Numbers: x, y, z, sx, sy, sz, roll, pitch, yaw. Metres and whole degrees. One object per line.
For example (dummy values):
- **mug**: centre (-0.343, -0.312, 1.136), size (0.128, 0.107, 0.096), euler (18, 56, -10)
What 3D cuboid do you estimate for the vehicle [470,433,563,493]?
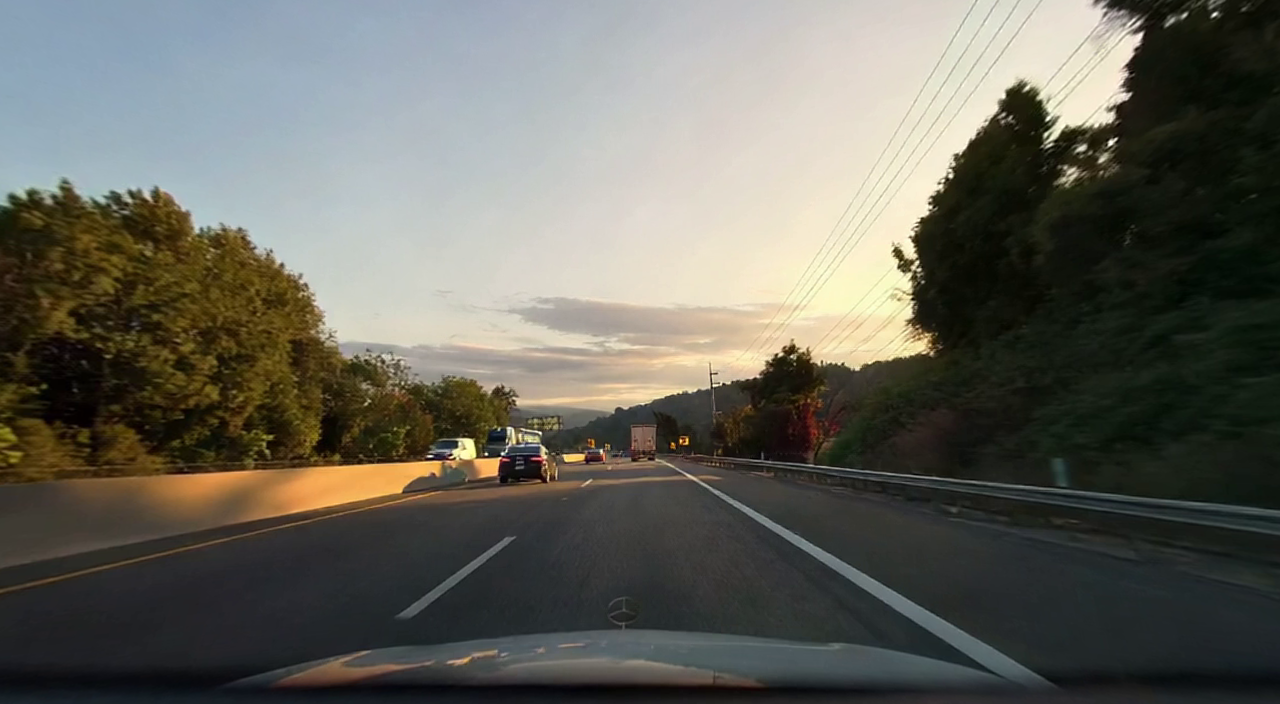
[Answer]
- **vehicle**: centre (-3.869, 3.569, 20.523), size (2.111, 1.735, 4.066), euler (0, -9, 1)

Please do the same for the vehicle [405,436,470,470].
- **vehicle**: centre (-11.872, 5.937, 37.342), size (2.165, 1.856, 5.016), euler (0, -9, 0)
